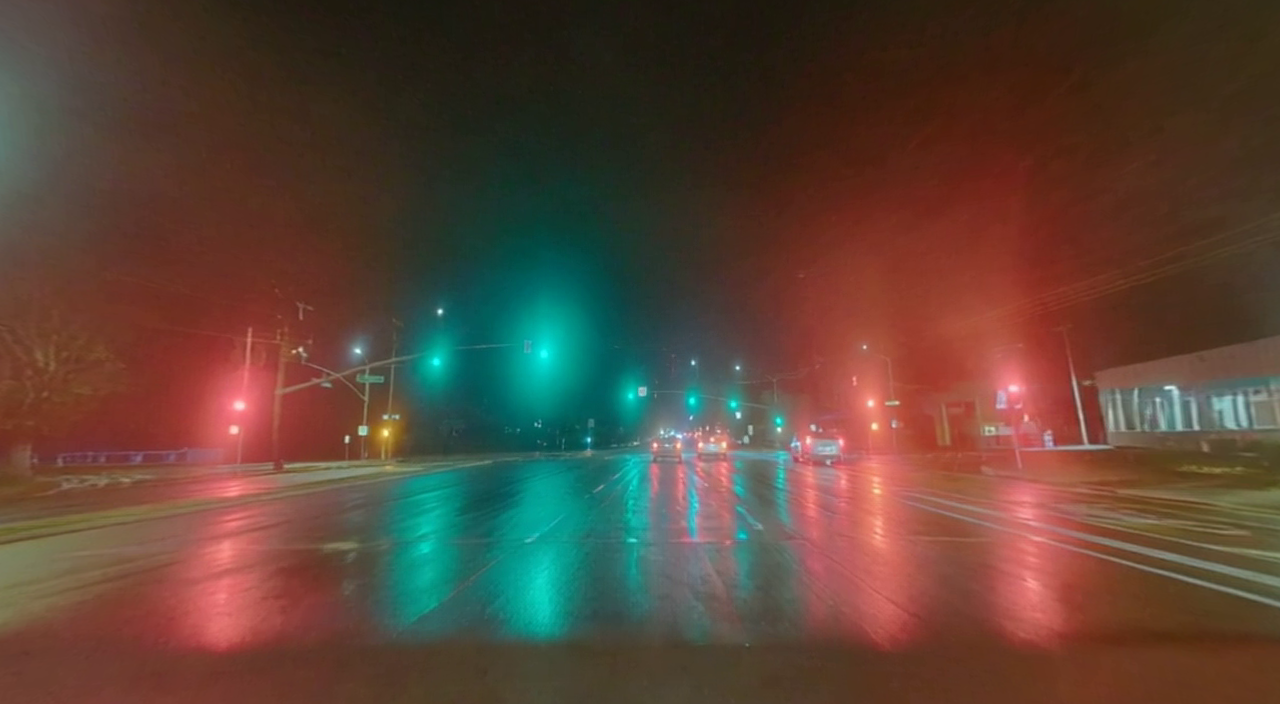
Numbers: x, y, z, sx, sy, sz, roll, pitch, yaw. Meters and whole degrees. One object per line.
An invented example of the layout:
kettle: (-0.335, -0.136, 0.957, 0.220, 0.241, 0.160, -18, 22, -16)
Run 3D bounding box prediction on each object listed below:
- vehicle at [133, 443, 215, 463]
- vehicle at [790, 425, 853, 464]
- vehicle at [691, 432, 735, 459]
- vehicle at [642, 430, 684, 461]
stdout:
vehicle: (-35.015, 7.584, 47.460, 4.448, 1.422, 1.890, 2, -9, -11)
vehicle: (9.454, 4.854, 33.316, 2.132, 1.892, 4.851, -1, -8, 3)
vehicle: (4.061, 5.317, 35.765, 1.994, 1.436, 4.169, 0, -8, 0)
vehicle: (1.199, 4.994, 33.625, 2.099, 1.516, 4.681, 0, -8, 2)
